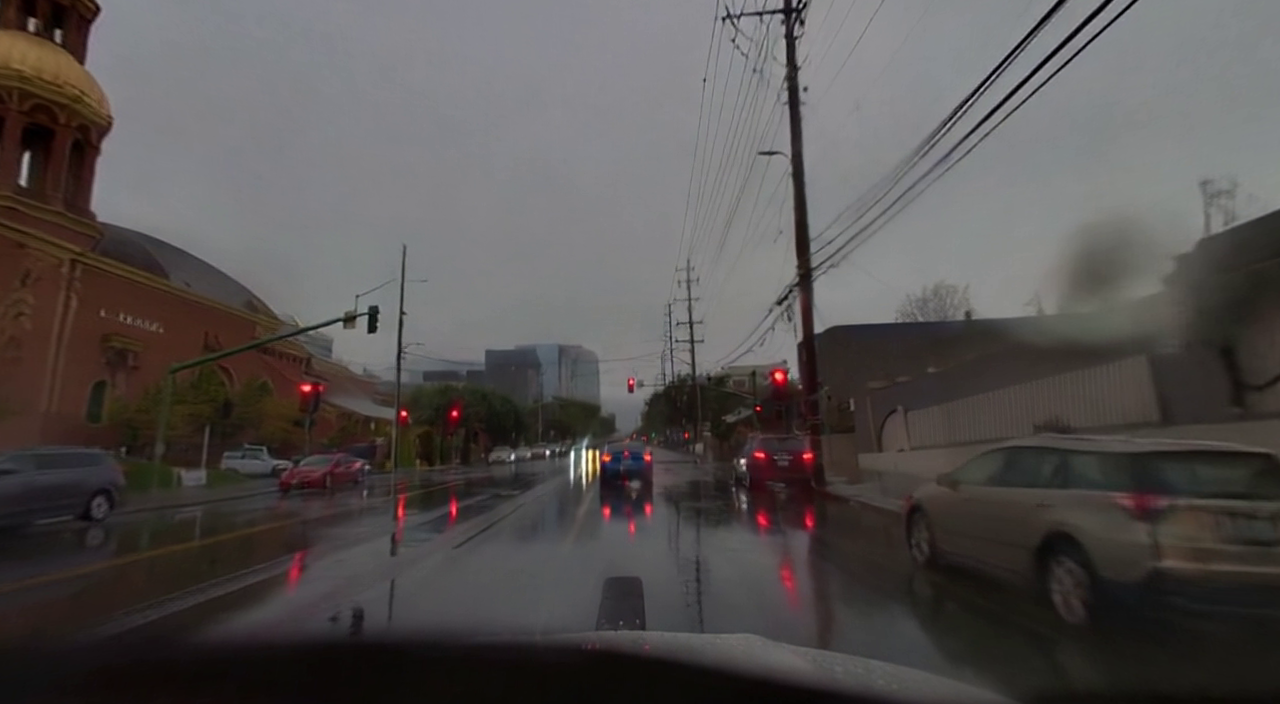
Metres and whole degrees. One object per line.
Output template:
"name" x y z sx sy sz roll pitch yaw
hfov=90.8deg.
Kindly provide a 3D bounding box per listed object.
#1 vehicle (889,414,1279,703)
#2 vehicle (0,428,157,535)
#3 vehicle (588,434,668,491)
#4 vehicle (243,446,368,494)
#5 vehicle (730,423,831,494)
"vehicle" 3.915 1.317 5.302 2.003 1.524 3.868 0 -5 -1
"vehicle" -12.101 2.459 11.829 2.071 1.814 5.185 -5 -9 0
"vehicle" -0.321 3.168 18.452 2.049 1.453 4.299 0 -9 -1
"vehicle" -11.999 4.233 23.111 1.980 1.502 4.655 -2 -9 1
"vehicle" 3.909 3.052 18.365 2.015 1.780 4.261 0 -9 1
